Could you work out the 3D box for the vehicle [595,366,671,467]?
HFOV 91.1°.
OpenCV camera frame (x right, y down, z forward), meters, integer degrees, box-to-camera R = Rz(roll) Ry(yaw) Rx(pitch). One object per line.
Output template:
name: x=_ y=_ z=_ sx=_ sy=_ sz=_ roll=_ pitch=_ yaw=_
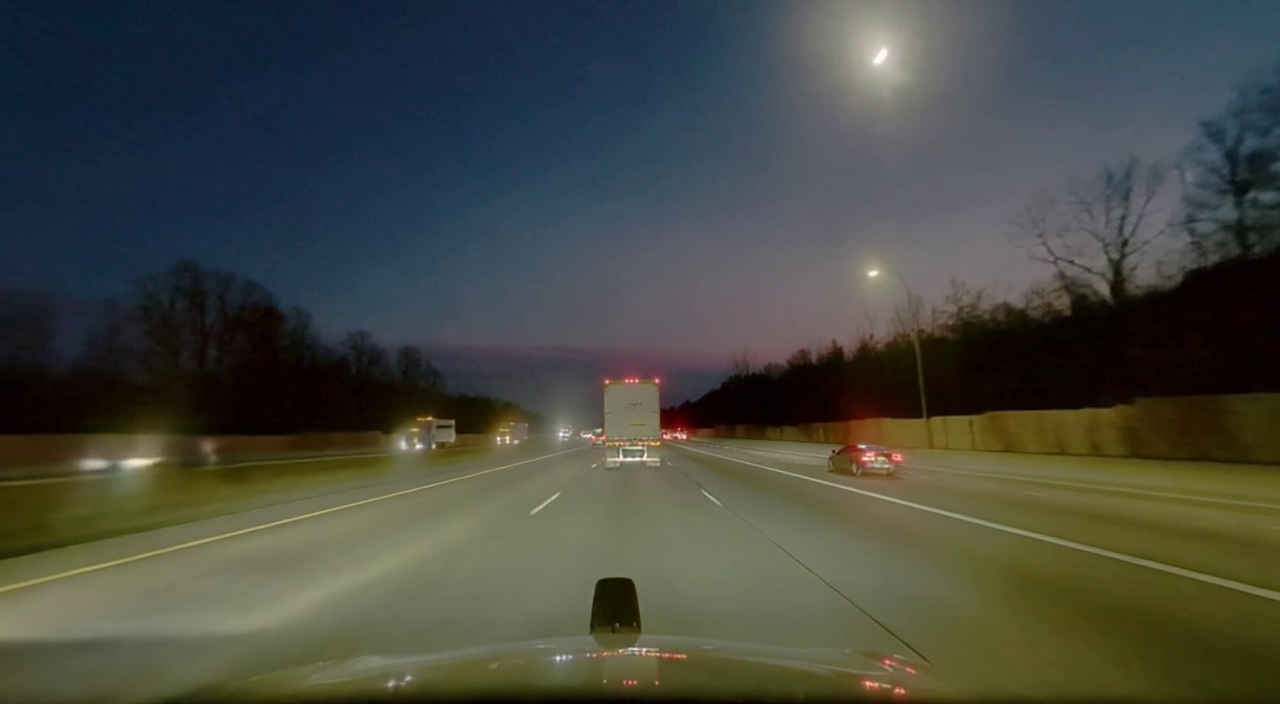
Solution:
vehicle: x=-0.334 y=3.624 z=33.183 sx=2.965 sy=3.972 sz=16.689 roll=0 pitch=-8 yaw=0
